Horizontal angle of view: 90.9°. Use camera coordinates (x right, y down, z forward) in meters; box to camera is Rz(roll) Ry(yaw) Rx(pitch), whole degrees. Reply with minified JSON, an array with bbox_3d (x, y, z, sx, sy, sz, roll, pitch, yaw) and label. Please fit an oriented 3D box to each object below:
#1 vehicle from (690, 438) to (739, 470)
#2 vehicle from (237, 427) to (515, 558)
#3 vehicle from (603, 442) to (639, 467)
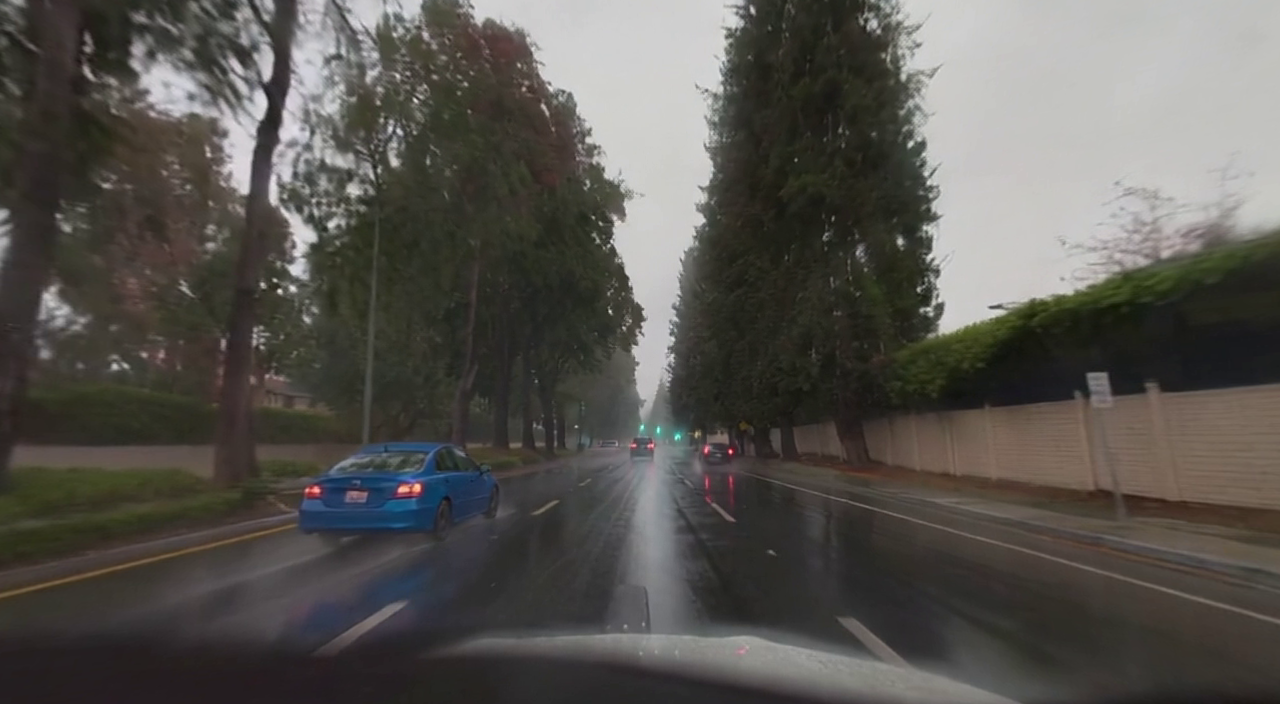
[{"bbox_3d":[4.089,5.690,35.342,2.182,1.688,4.187,0,-8,-1],"label":"vehicle"},{"bbox_3d":[-3.569,2.007,9.863,2.091,1.503,4.989,0,-8,1],"label":"vehicle"},{"bbox_3d":[-1.135,6.497,40.125,1.940,1.473,4.133,-1,-8,3],"label":"vehicle"}]
